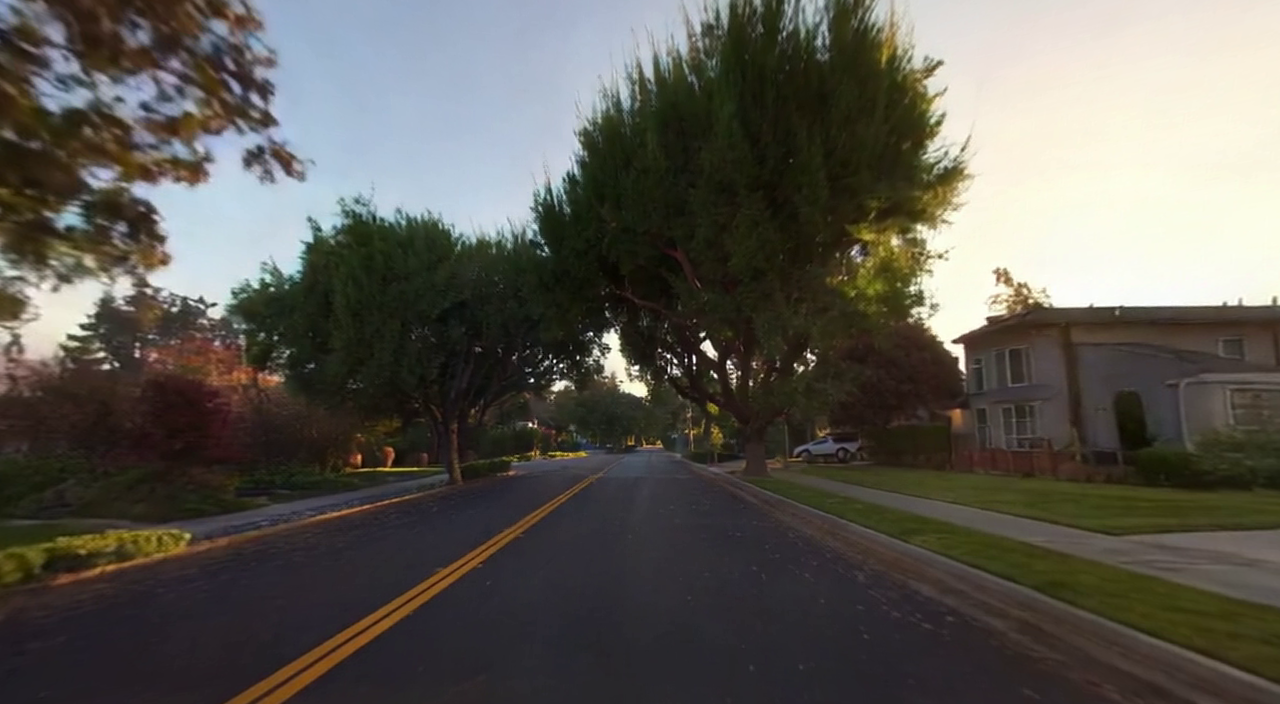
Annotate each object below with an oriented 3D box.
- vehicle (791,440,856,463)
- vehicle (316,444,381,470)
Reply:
[{"bbox_3d":[14.374,7.783,49.469,4.493,1.690,1.944,-5,-10,30],"label":"vehicle"},{"bbox_3d":[-19.673,7.093,42.631,3.834,1.615,1.872,-4,-11,27],"label":"vehicle"}]
